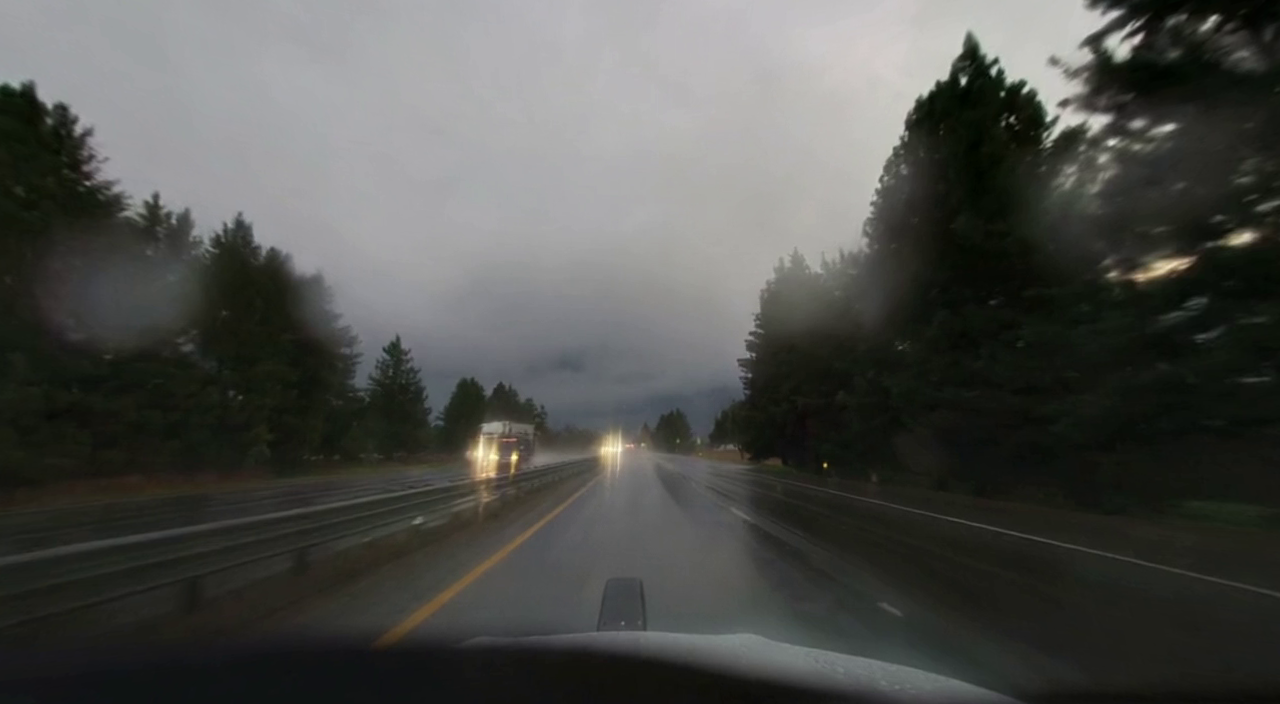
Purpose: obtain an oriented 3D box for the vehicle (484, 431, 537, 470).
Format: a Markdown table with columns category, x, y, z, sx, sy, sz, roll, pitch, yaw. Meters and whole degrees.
| category | x | y | z | sx | sy | sz | roll | pitch | yaw |
| --- | --- | --- | --- | --- | --- | --- | --- | --- | --- |
| vehicle | -9.277 | 7.132 | 45.839 | 2.233 | 2.593 | 7.395 | 0 | -9 | 0 |
